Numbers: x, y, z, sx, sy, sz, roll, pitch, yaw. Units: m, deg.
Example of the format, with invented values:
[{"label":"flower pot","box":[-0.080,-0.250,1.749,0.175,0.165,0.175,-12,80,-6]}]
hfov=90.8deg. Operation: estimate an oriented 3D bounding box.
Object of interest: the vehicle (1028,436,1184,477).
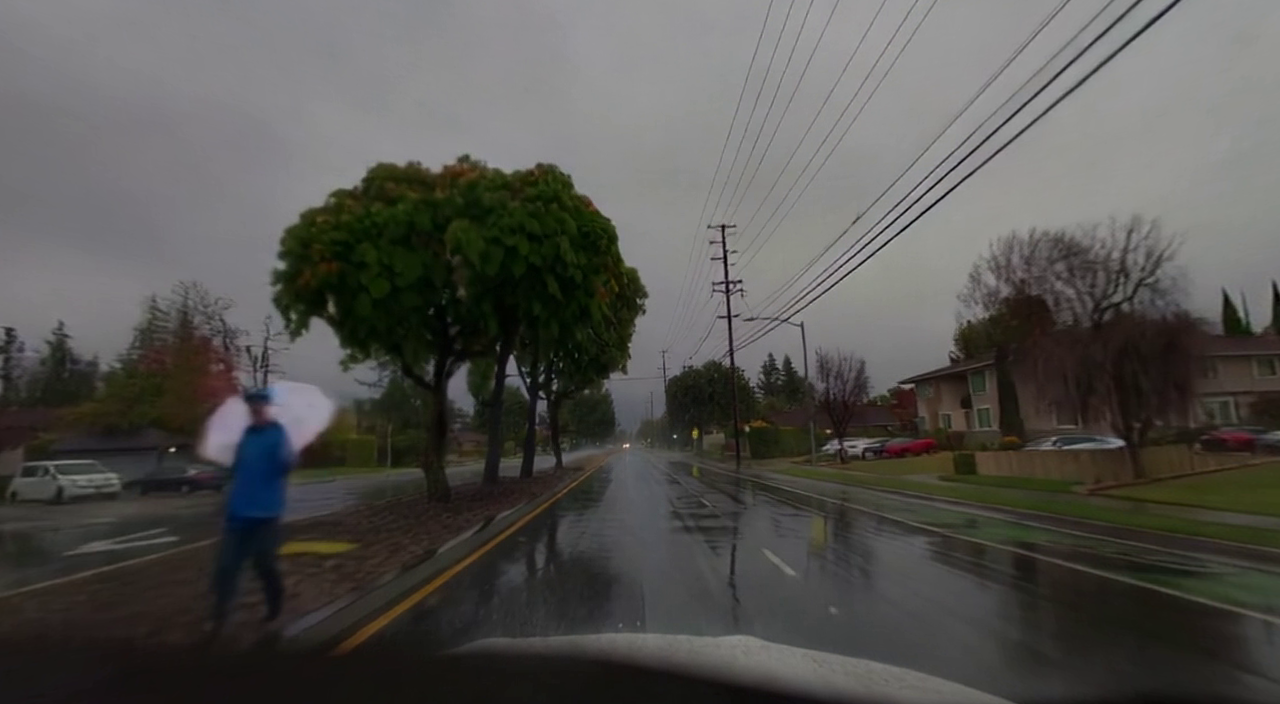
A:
[{"label":"vehicle","box":[17.515,3.941,23.927,4.246,1.427,2.055,0,-9,0]}]

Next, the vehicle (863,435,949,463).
[{"label":"vehicle","box":[16.998,6.218,40.566,4.560,1.725,2.096,0,-9,-3]}]

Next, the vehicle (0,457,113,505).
[{"label":"vehicle","box":[-27.080,5.786,28.504,4.690,1.966,1.970,0,-9,-2]}]

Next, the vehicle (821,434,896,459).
[{"label":"vehicle","box":[16.607,7.185,48.161,4.833,1.786,2.136,0,-8,-2]}]

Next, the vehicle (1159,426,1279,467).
[{"label":"vehicle","box":[31.226,4.949,33.171,2.206,1.971,5.600,3,-9,-21]}]

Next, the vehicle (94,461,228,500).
[{"label":"vehicle","box":[-21.844,5.904,29.028,4.354,1.450,2.043,-1,-11,-11]}]
